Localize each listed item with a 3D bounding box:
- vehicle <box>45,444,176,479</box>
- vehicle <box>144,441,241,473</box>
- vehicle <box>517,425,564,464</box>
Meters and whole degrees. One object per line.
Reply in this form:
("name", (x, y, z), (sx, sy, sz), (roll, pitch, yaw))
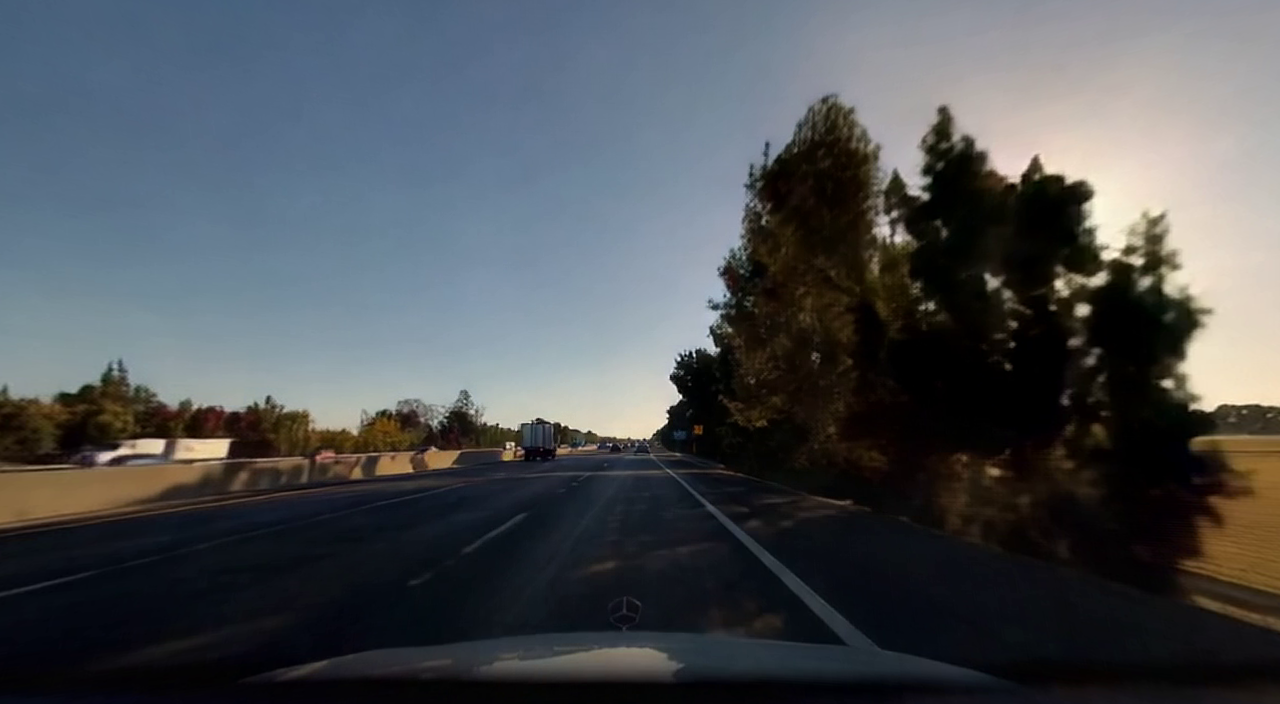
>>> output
("vehicle", (-33.652, 6.963, 40.450), (2.630, 2.038, 6.581), (0, -9, 1))
("vehicle", (-33.657, 7.910, 47.716), (2.493, 2.210, 6.521), (0, -9, 1))
("vehicle", (-7.398, 6.966, 47.396), (2.444, 2.685, 5.893), (0, -9, 1))
